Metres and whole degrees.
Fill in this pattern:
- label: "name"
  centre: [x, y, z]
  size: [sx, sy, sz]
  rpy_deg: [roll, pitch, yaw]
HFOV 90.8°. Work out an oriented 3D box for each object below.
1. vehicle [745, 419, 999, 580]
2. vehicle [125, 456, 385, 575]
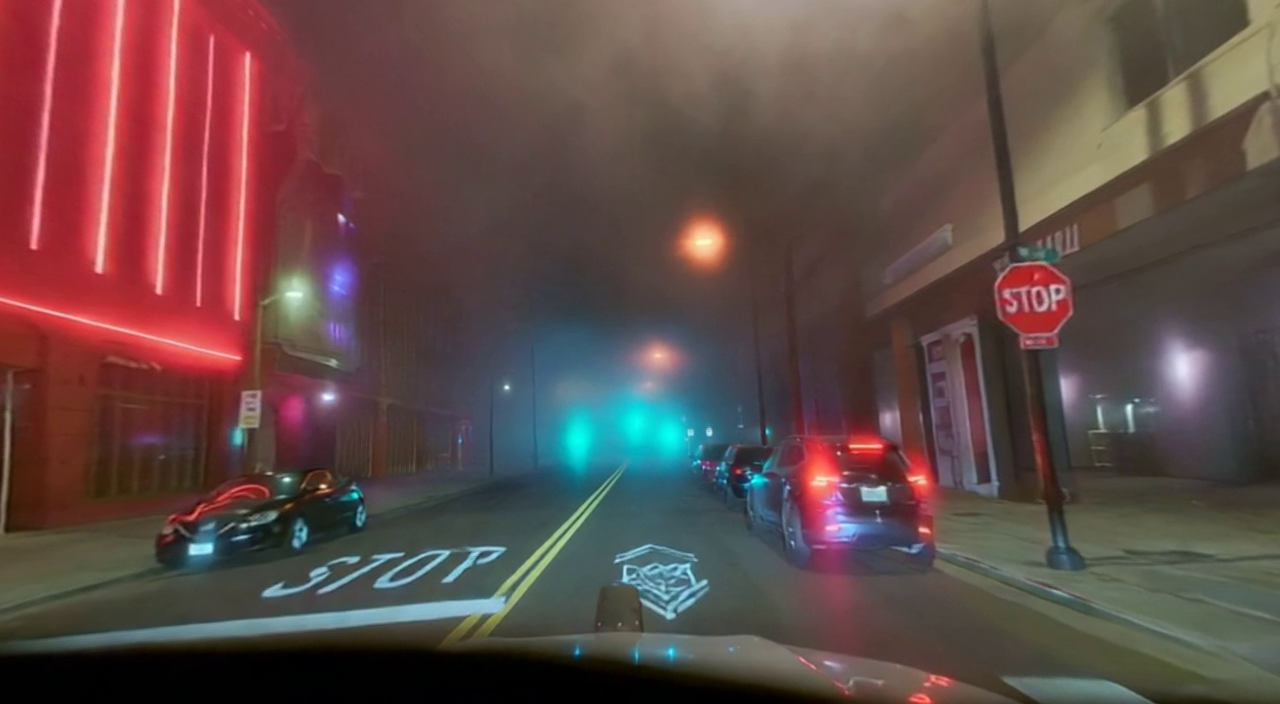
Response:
- label: "vehicle"
  centre: [2.832, 1.909, 9.003]
  size: [1.917, 1.680, 4.500]
  rpy_deg: [0, -9, 0]
- label: "vehicle"
  centre: [-5.764, 2.434, 10.165]
  size: [1.864, 1.447, 3.887]
  rpy_deg: [0, -9, -3]
